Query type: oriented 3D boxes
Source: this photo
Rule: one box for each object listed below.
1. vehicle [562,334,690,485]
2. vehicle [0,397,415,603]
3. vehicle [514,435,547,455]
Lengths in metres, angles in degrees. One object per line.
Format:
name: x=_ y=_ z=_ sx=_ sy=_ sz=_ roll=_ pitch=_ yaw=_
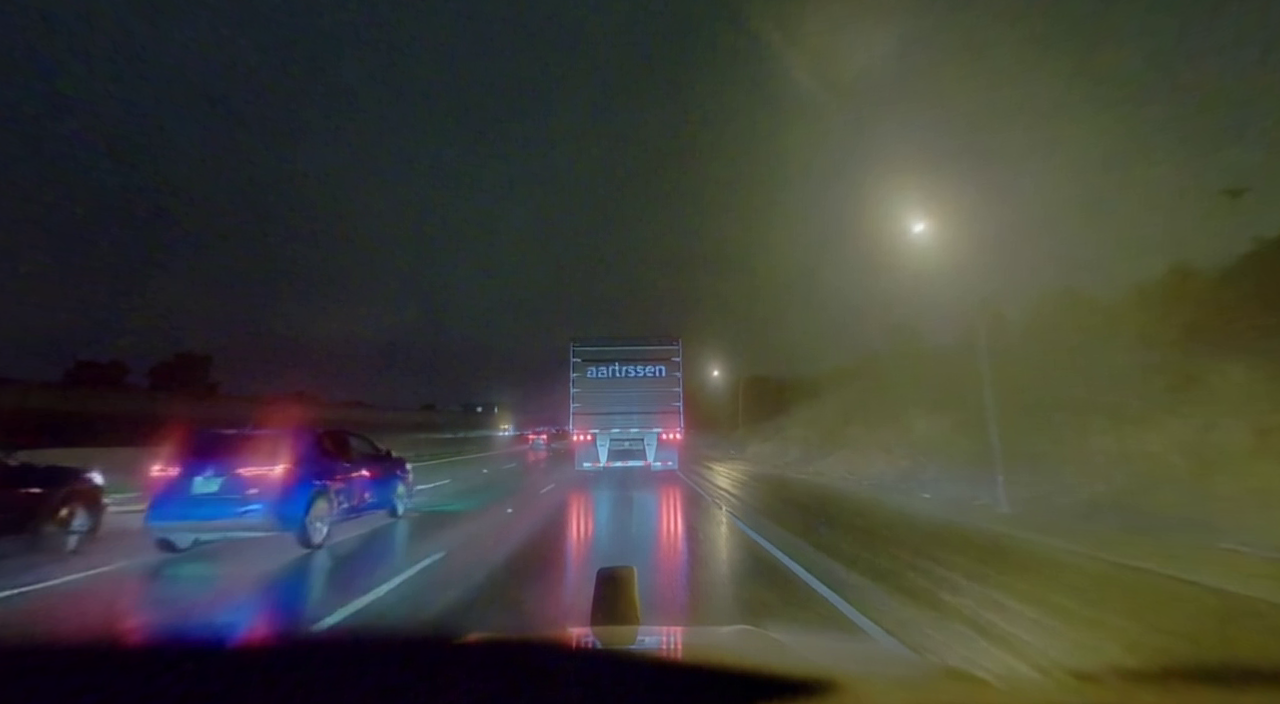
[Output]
vehicle: x=-0.436 y=2.260 z=22.522 sx=3.442 sy=4.106 sz=10.719 roll=0 pitch=-8 yaw=-1
vehicle: x=-4.632 y=1.514 z=7.536 sx=2.052 sy=1.639 sz=4.894 roll=0 pitch=-8 yaw=0
vehicle: x=-8.651 y=7.356 z=49.903 sx=1.940 sy=1.488 sz=3.976 roll=0 pitch=-8 yaw=0
